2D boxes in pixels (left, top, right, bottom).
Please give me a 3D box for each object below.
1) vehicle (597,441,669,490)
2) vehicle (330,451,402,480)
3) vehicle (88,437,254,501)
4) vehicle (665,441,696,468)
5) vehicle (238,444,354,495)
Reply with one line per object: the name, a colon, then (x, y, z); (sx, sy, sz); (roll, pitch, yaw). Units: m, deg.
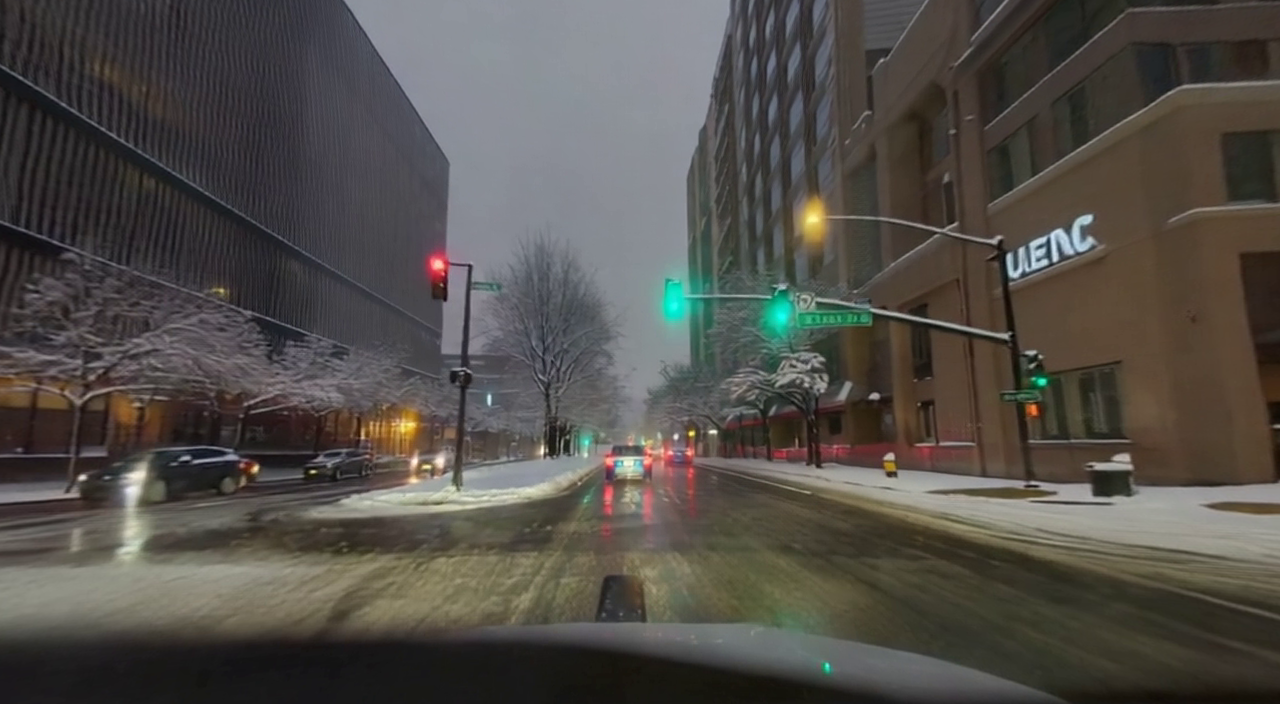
vehicle: (-0.233, 3.714, 21.107); (2.144, 1.398, 3.963); (2, -7, -1)
vehicle: (-16.463, 6.795, 38.289); (2.017, 1.315, 5.374); (-5, -7, -1)
vehicle: (-15.718, 3.872, 21.617); (2.119, 1.815, 4.795); (-3, -7, -1)
vehicle: (3.059, 7.824, 48.458); (2.078, 1.799, 4.089); (1, -7, 0)
vehicle: (-12.395, 4.218, 23.145); (2.000, 1.507, 4.286); (-2, -7, -2)
